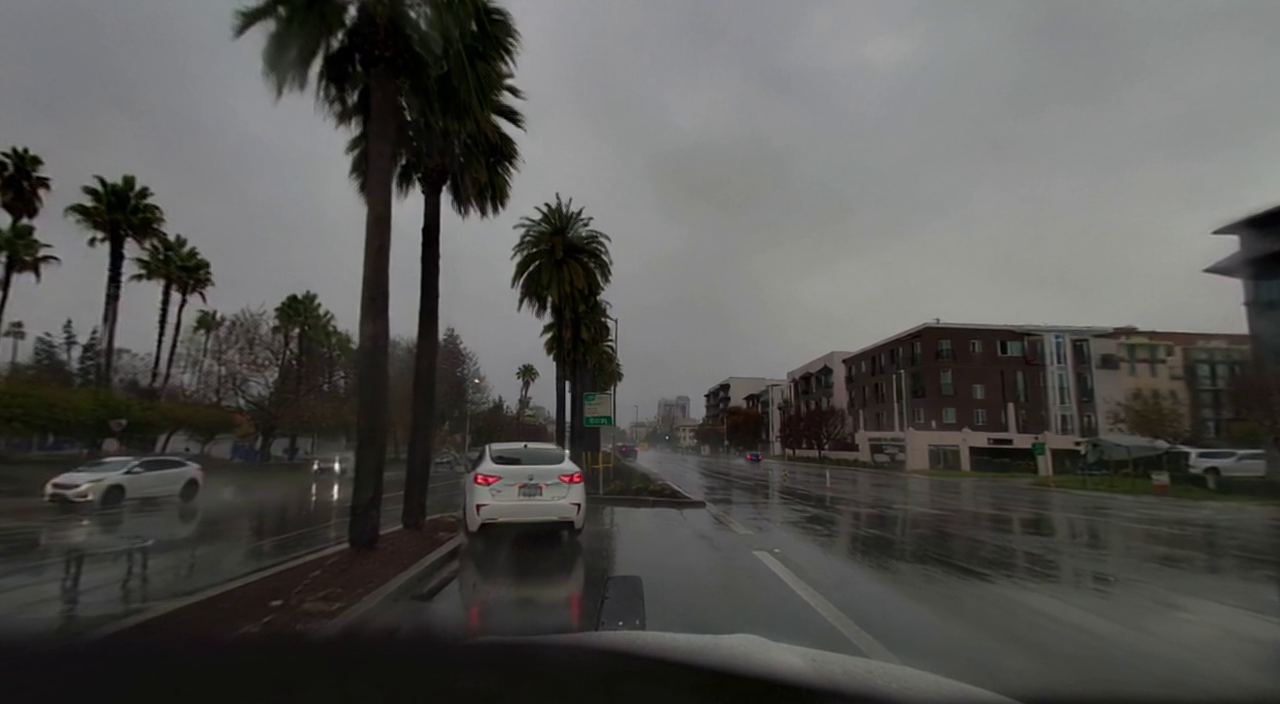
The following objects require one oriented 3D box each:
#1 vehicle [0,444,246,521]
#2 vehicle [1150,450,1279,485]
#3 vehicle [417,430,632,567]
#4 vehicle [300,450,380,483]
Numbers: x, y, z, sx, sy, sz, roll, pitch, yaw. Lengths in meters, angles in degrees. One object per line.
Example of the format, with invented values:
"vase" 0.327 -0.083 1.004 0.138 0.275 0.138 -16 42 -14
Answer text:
"vehicle" -11.821 2.905 14.476 4.457 1.552 2.095 -2 -9 14
"vehicle" 25.863 5.118 28.109 4.446 1.464 1.954 -1 -9 4
"vehicle" -1.947 1.959 9.326 1.986 1.473 4.382 4 -9 -25
"vehicle" -14.875 5.671 31.623 2.099 1.464 4.615 1 -9 -5
